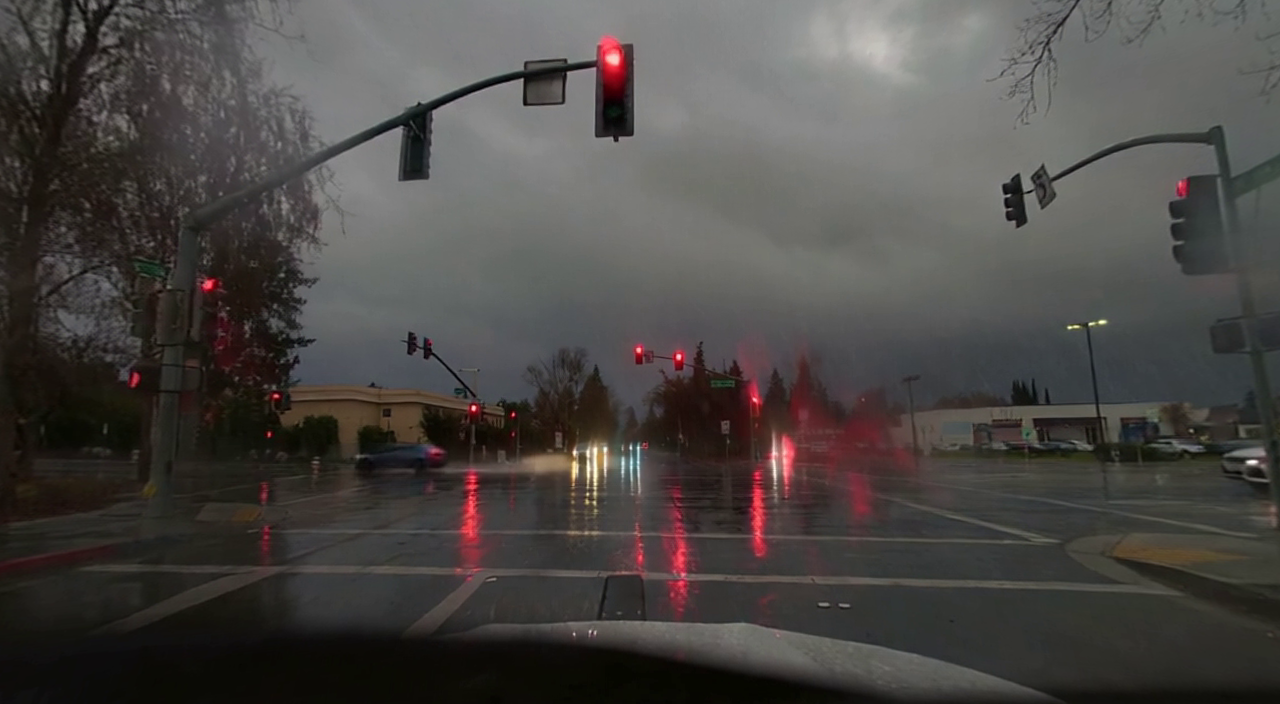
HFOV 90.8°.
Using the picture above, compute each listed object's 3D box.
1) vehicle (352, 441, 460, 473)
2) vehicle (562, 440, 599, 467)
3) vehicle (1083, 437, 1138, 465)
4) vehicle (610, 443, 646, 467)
[{"bbox_3d":[-11.441,5.125,30.980,4.588,1.484,2.000,-3,-9,14],"label":"vehicle"},{"bbox_3d":[-4.119,7.106,44.256,2.251,1.756,4.610,0,-9,-2],"label":"vehicle"},{"bbox_3d":[26.964,5.657,36.145,2.092,1.474,4.046,-8,-11,40],"label":"vehicle"},{"bbox_3d":[-0.866,6.859,42.147,2.056,1.492,3.937,1,-9,-6],"label":"vehicle"}]
